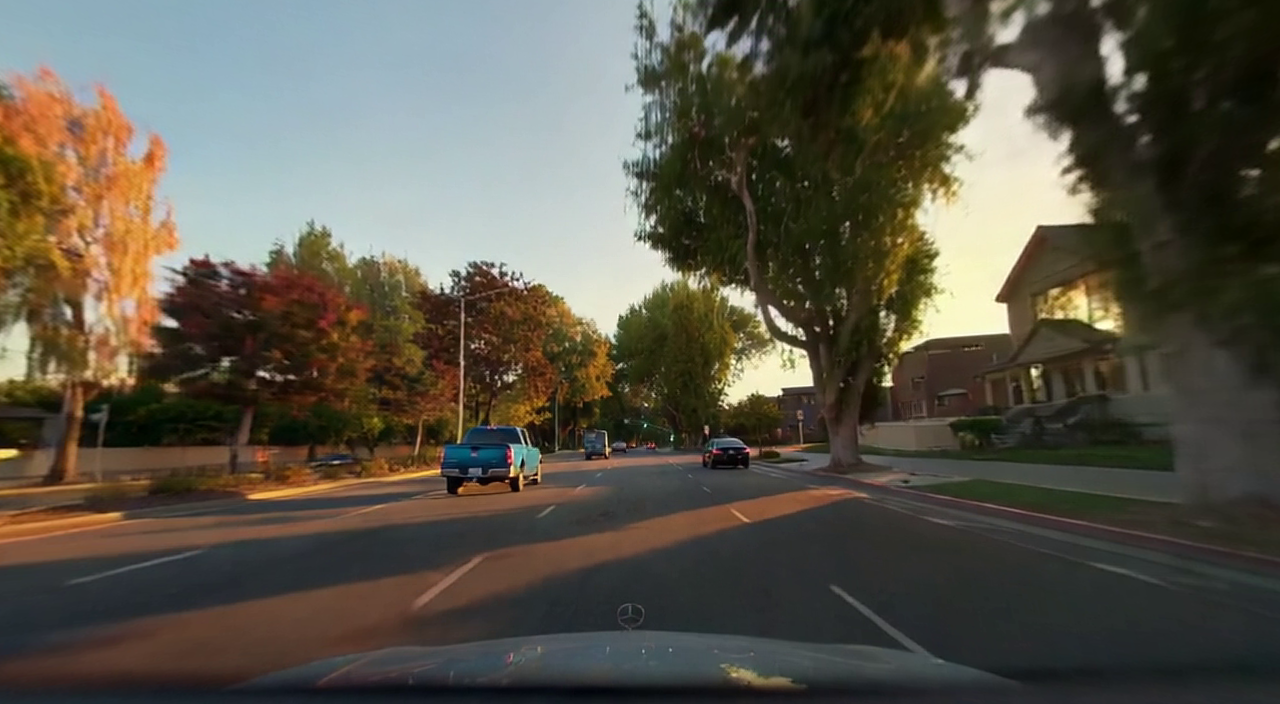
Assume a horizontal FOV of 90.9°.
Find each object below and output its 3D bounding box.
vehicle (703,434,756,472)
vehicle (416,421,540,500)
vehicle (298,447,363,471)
[{"bbox_3d":[4.327,4.936,31.031,2.016,1.736,4.356,0,-8,1],"label":"vehicle"},{"bbox_3d":[-4.020,2.798,16.585,2.002,1.747,4.728,0,-8,0],"label":"vehicle"},{"bbox_3d":[-20.374,7.044,41.686,1.939,1.475,4.491,0,-8,1],"label":"vehicle"}]
